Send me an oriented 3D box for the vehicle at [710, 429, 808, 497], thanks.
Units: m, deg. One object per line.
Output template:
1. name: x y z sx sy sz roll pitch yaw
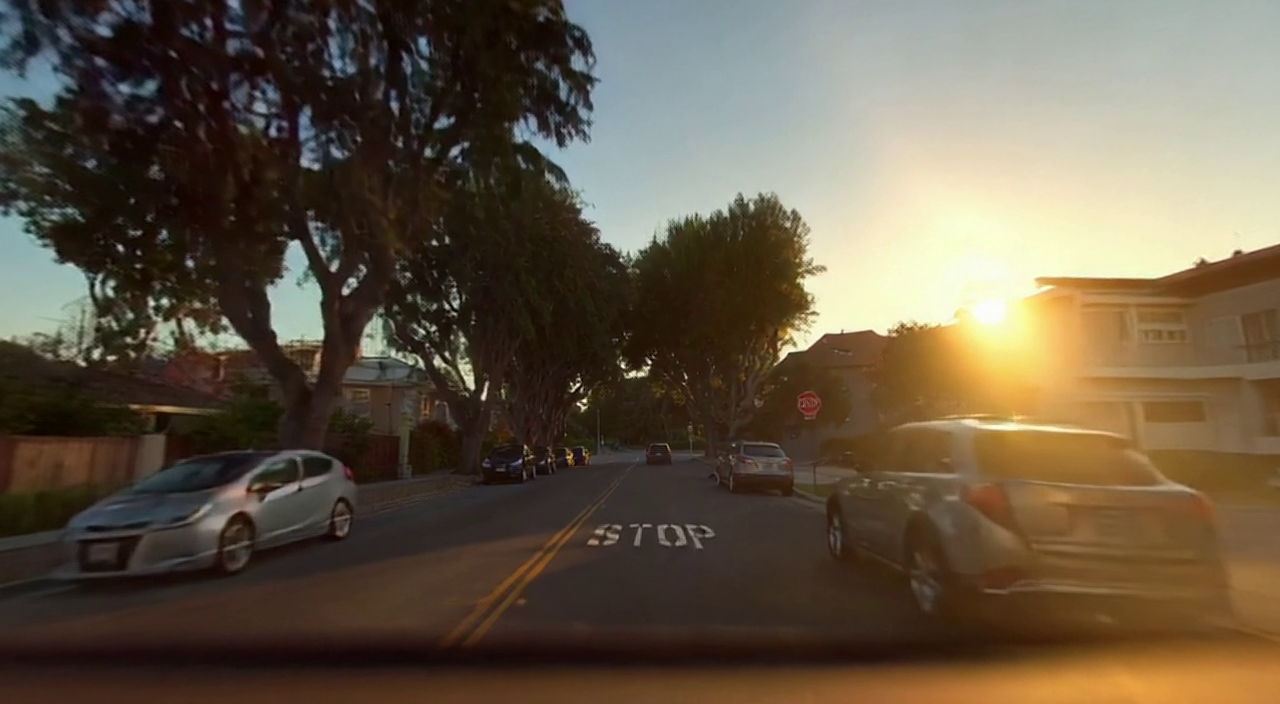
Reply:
1. vehicle: 3.445 3.316 19.253 1.970 1.801 4.721 0 -8 -1

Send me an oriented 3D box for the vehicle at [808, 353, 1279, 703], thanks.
1. vehicle: 3.105 1.252 5.436 2.117 1.807 4.964 0 -8 2

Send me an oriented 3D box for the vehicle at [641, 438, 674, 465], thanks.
1. vehicle: 1.207 6.885 43.850 2.172 1.722 4.201 0 -8 1

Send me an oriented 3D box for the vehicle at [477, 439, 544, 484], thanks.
1. vehicle: -5.116 4.361 25.497 1.955 1.659 4.324 0 -8 -2

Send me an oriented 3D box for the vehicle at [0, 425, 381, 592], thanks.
1. vehicle: -5.593 1.939 8.812 2.007 1.709 4.502 0 -8 0
